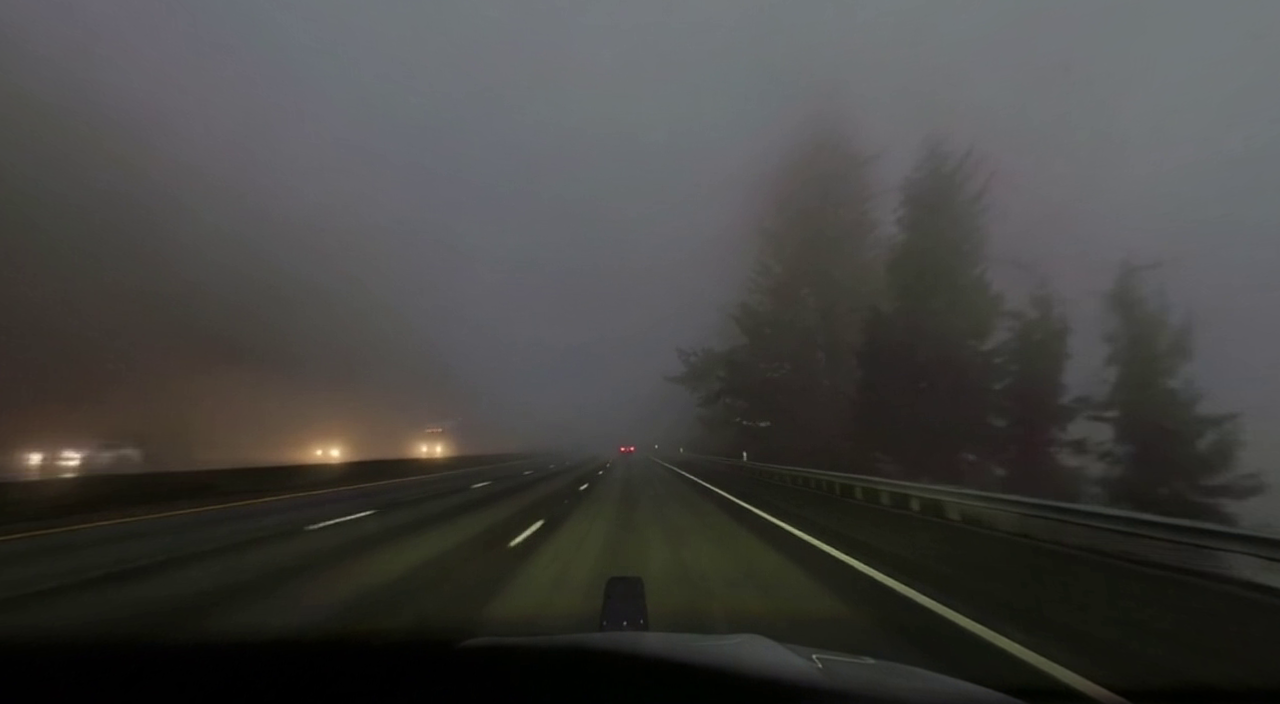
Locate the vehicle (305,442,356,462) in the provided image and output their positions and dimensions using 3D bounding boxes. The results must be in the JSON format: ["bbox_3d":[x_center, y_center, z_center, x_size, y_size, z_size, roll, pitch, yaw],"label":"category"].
[{"bbox_3d":[-24.488,7.911,49.827,1.808,1.515,4.455,0,-8,-1],"label":"vehicle"}]

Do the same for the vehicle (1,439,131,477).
[{"bbox_3d":[-24.095,4.449,26.560,1.763,1.487,3.926,0,-8,0],"label":"vehicle"}]
